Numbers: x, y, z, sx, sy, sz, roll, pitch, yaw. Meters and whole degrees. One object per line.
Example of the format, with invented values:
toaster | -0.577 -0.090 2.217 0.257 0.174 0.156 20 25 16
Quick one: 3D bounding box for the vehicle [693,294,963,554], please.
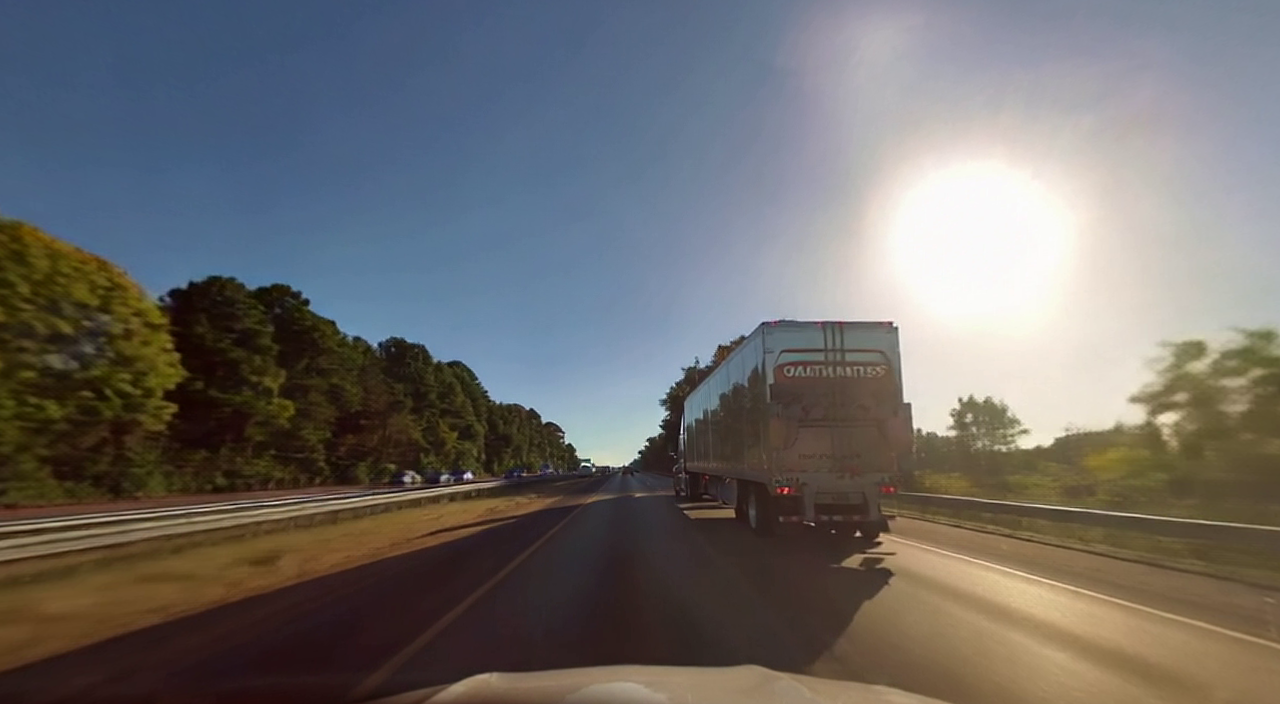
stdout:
vehicle | 3.331 2.037 15.148 2.871 4.032 10.642 1 -10 -2
